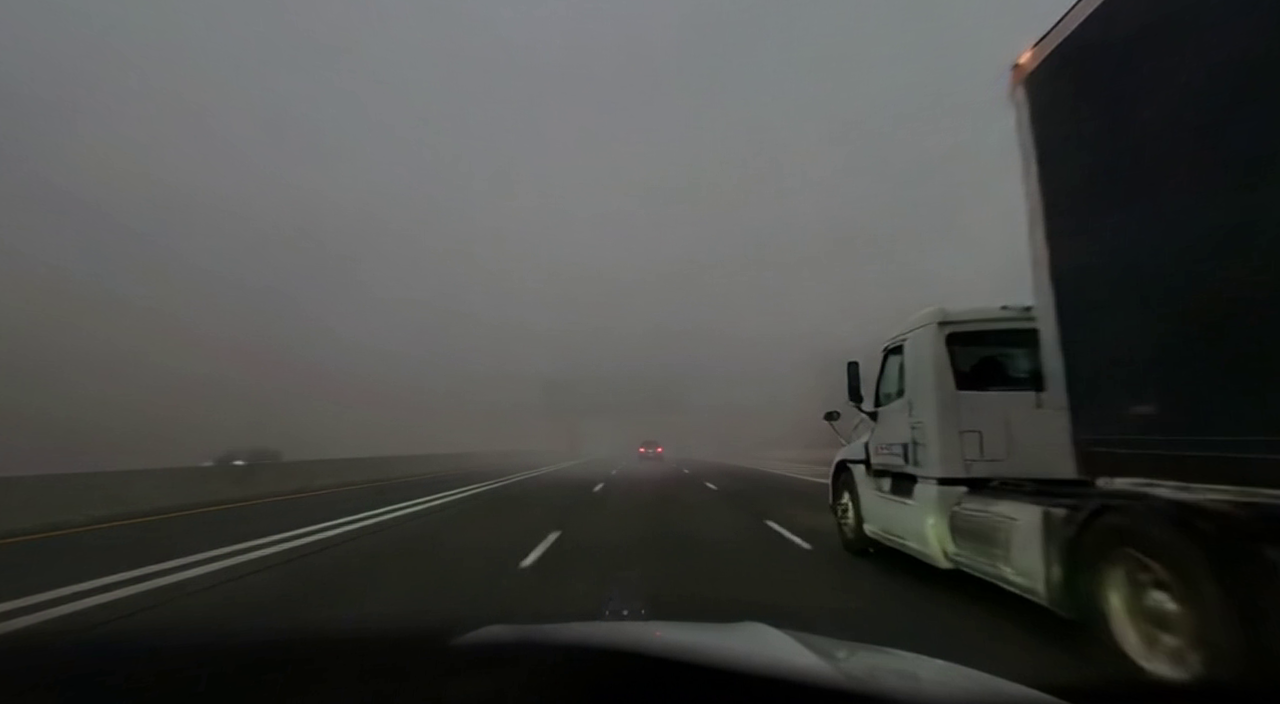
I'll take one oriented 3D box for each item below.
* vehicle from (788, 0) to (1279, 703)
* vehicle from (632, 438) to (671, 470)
[{"bbox_3d":[4.093,0.162,5.479,3.027,3.903,10.307,0,-8,0],"label":"vehicle"},{"bbox_3d":[0.611,5.630,34.861,2.050,1.654,4.192,0,-8,0],"label":"vehicle"}]
